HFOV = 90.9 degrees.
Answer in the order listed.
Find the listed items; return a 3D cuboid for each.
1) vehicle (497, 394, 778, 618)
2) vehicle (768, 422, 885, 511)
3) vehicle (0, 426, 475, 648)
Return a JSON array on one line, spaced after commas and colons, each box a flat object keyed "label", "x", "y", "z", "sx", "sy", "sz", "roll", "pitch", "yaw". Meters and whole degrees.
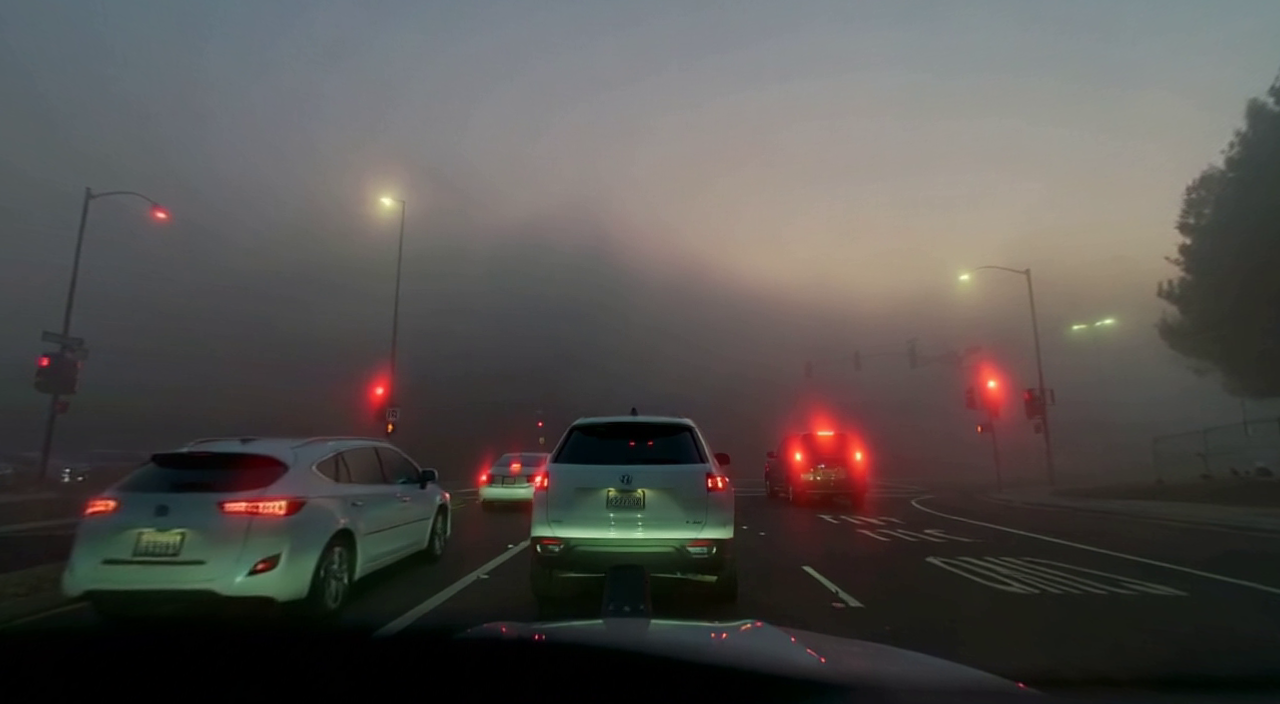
[{"label": "vehicle", "x": -0.033, "y": 1.525, "z": 7.178, "sx": 2.203, "sy": 1.757, "sz": 4.286, "roll": 0, "pitch": -8, "yaw": 0}, {"label": "vehicle", "x": 4.813, "y": 2.994, "z": 16.922, "sx": 2.084, "sy": 2.053, "sz": 4.073, "roll": -1, "pitch": -8, "yaw": 4}, {"label": "vehicle", "x": -3.297, "y": 1.554, "z": 6.451, "sx": 1.913, "sy": 1.453, "sz": 4.413, "roll": 0, "pitch": -8, "yaw": 2}]
